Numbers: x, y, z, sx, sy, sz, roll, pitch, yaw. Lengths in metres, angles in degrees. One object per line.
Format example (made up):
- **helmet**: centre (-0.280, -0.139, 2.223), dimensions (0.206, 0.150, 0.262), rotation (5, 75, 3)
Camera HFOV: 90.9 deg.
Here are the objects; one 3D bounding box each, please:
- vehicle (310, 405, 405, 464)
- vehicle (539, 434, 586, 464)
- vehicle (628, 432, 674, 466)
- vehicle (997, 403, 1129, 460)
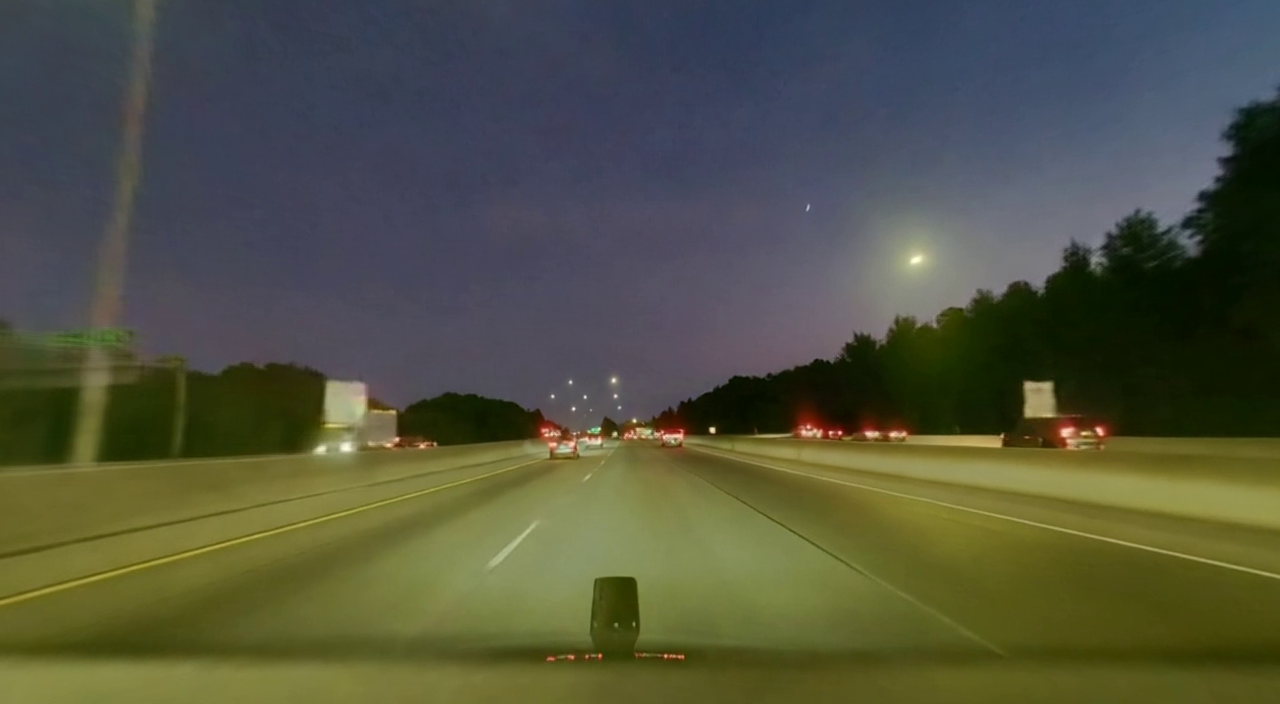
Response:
- **vehicle**: centre (-20.703, 6.158, 46.950), dimensions (2.950, 3.849, 9.280), rotation (-1, -8, -1)
- **vehicle**: centre (-4.029, 5.130, 33.426), dimensions (2.014, 1.471, 4.380), rotation (0, -8, -1)
- **vehicle**: centre (0.460, 4.807, 31.481), dimensions (2.086, 1.554, 3.875), rotation (0, -8, -2)
- **vehicle**: centre (20.629, 3.989, 31.237), dimensions (2.232, 2.540, 6.015), rotation (0, -8, -1)
